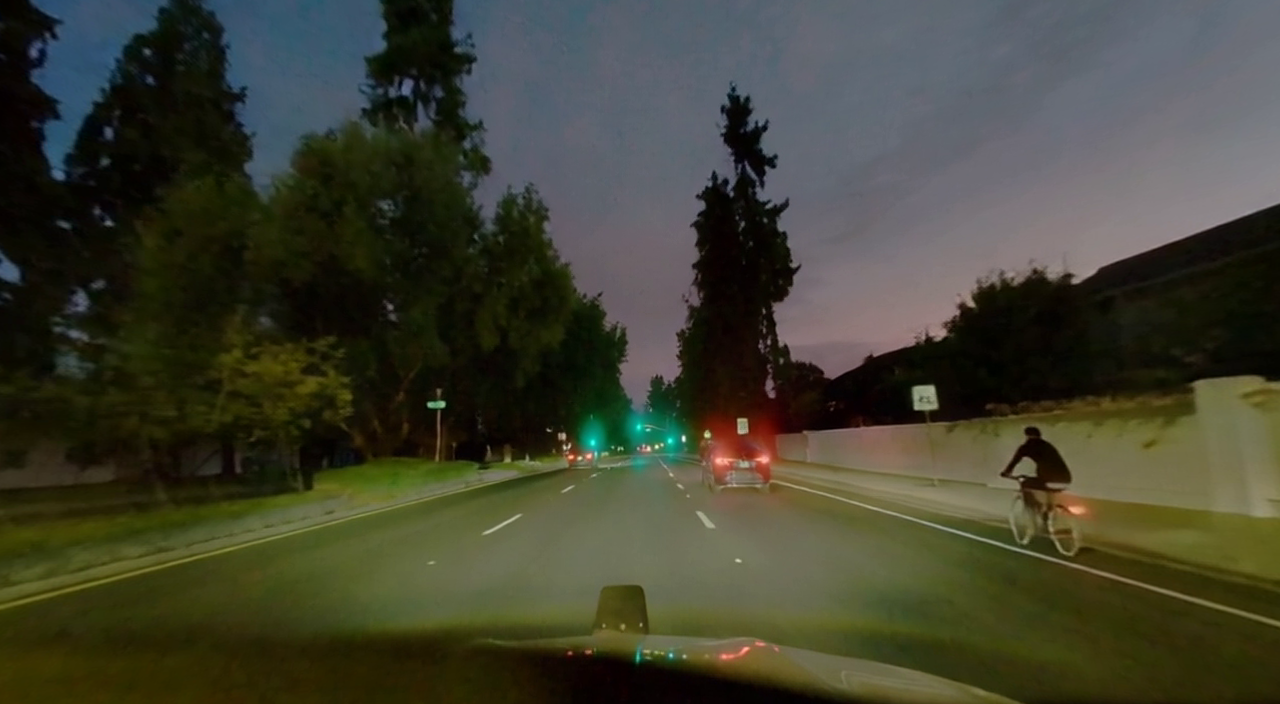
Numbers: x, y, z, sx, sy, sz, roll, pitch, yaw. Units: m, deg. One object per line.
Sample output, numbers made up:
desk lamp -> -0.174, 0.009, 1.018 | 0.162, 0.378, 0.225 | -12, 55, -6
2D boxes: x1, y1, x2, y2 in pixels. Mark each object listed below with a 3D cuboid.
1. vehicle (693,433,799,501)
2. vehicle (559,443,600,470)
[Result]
vehicle -> 2.624, 2.988, 16.761 | 1.992, 1.511, 4.464 | -1, -9, 0
vehicle -> -3.640, 6.411, 38.783 | 2.011, 1.480, 4.517 | -1, -9, 1
